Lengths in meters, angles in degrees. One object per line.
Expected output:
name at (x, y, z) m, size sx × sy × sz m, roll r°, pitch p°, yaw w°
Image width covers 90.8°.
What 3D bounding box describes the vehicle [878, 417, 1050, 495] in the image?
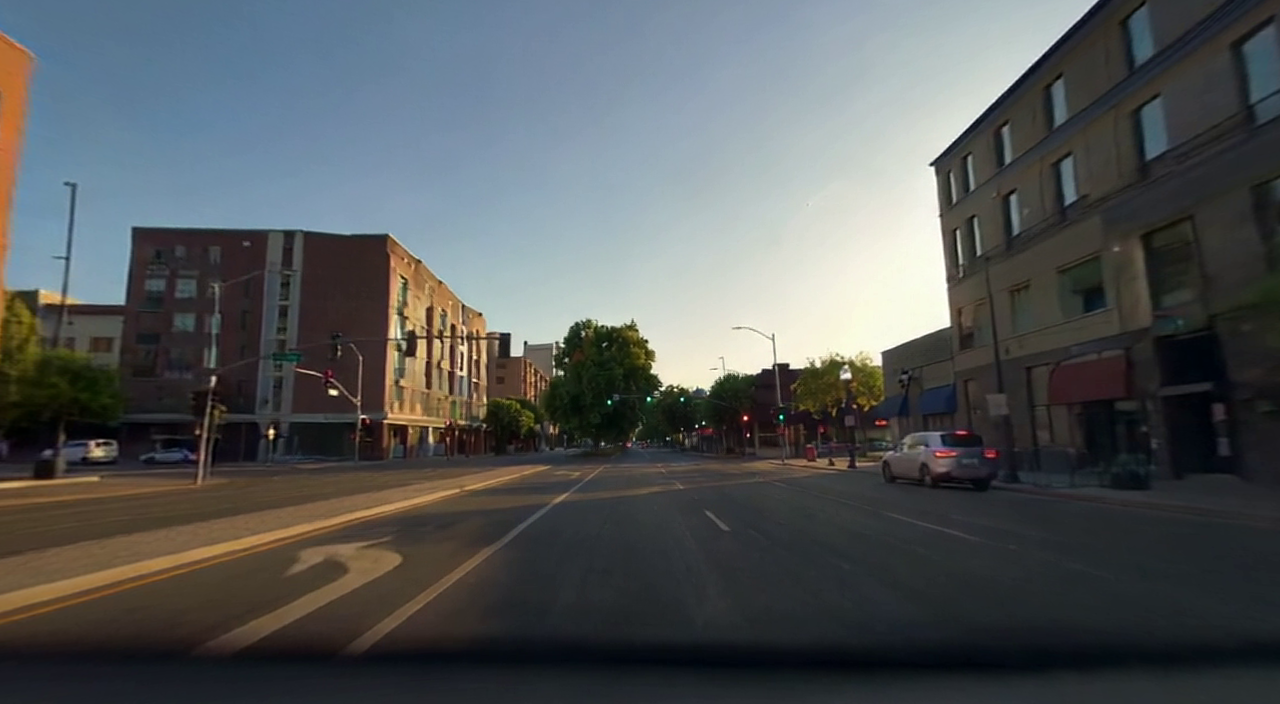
vehicle at (9.985, 3.279, 20.241) m, size 2.273 × 2.103 × 5.788 m, roll 0°, pitch -8°, yaw -2°
